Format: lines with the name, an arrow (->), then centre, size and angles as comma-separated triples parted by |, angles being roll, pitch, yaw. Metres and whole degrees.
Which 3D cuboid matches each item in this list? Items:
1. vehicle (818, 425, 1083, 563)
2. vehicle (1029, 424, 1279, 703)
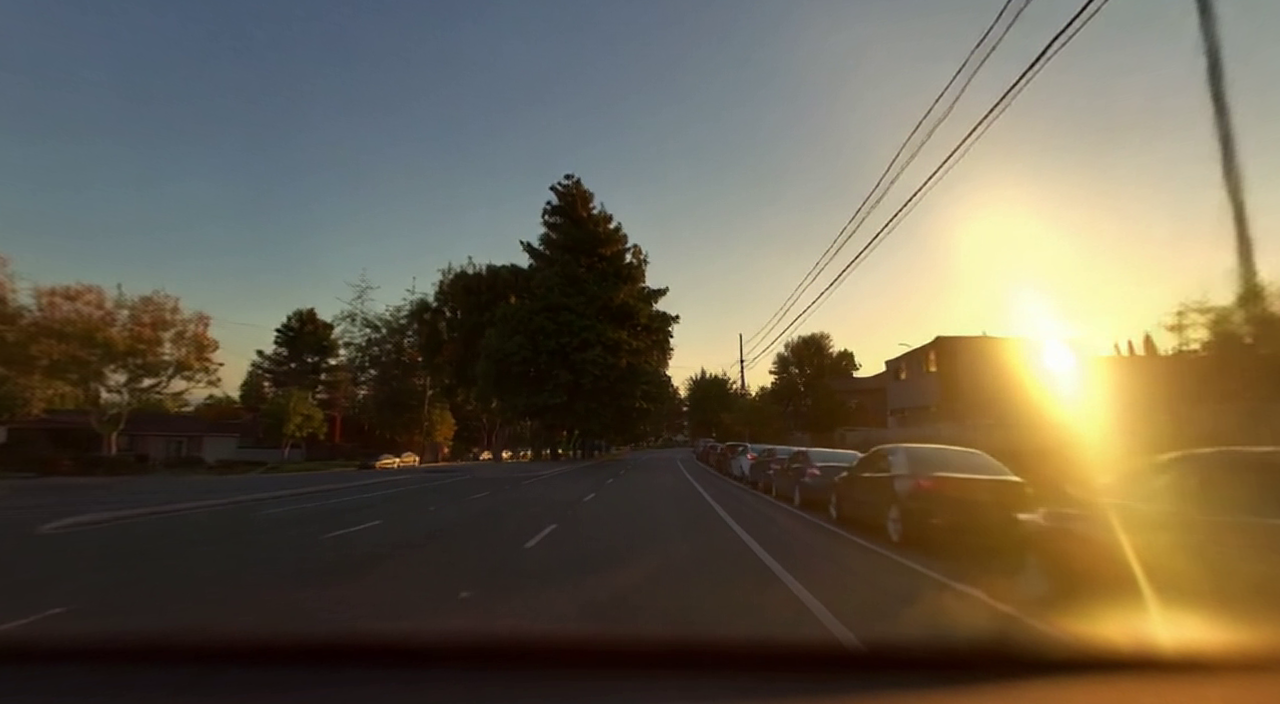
vehicle -> 4.125, 1.941, 9.382 | 1.825, 1.525, 4.417 | 0, -9, 2
vehicle -> 4.164, 1.074, 2.867 | 1.930, 1.490, 4.604 | 0, -9, 1
